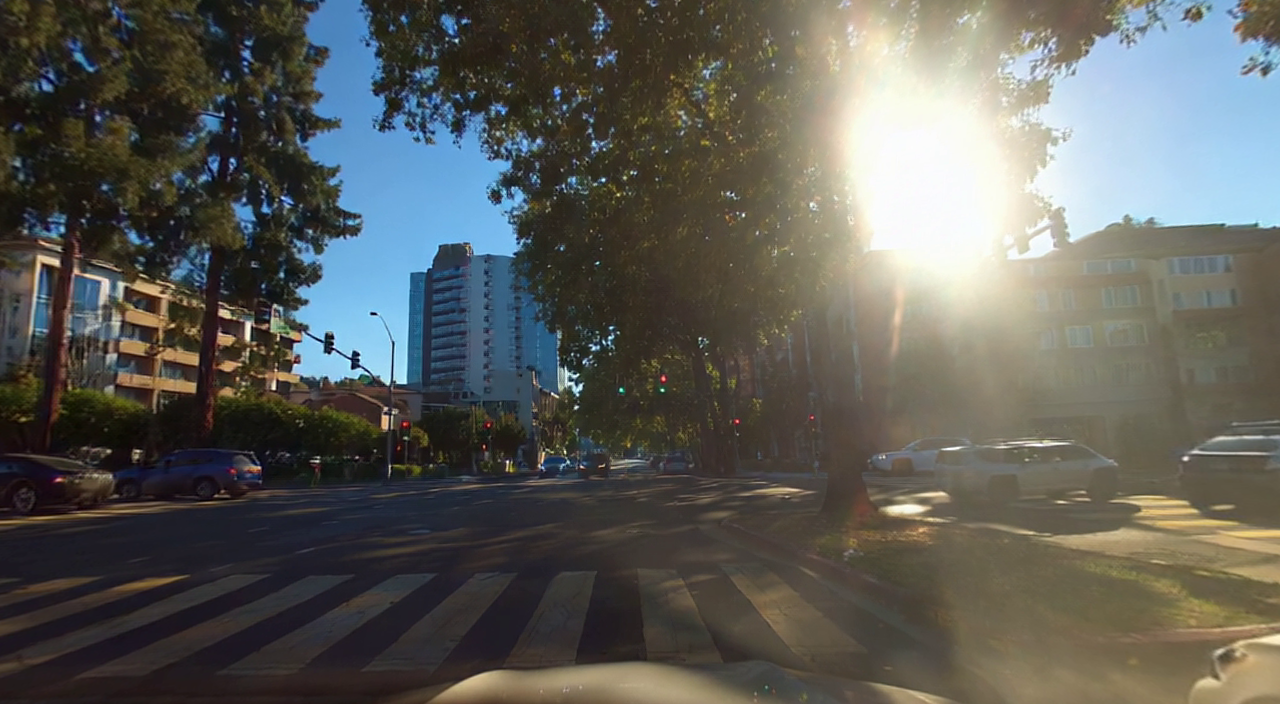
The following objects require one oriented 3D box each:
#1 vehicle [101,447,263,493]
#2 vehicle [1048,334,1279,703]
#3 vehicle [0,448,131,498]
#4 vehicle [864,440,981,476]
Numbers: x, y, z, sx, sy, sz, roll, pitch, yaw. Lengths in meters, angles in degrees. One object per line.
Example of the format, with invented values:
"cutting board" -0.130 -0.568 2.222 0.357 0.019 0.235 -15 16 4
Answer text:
"vehicle" -19.139 4.955 26.646 4.798 1.763 2.536 0 -10 0
"vehicle" 3.333 0.658 1.360 2.227 1.705 4.719 -1 -8 8
"vehicle" -22.121 4.414 23.267 4.748 1.727 2.325 0 -8 2
"vehicle" 15.607 5.891 35.145 5.220 1.897 2.596 0 -8 0
